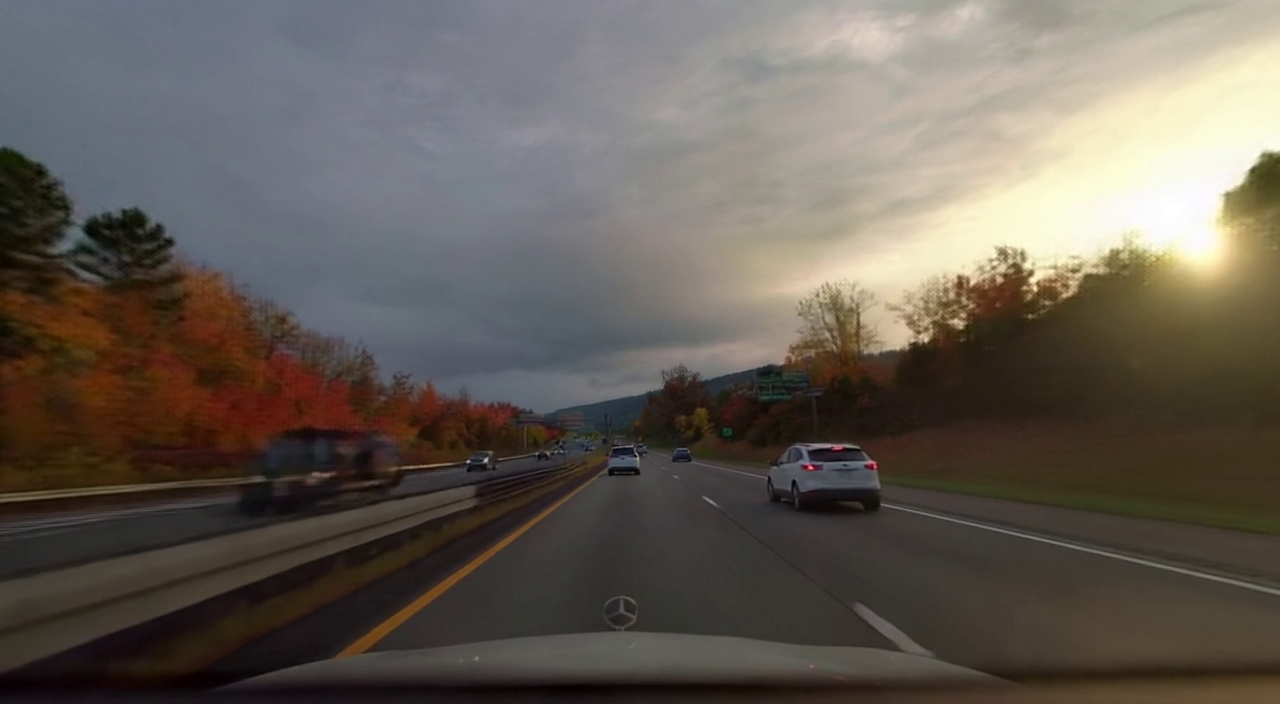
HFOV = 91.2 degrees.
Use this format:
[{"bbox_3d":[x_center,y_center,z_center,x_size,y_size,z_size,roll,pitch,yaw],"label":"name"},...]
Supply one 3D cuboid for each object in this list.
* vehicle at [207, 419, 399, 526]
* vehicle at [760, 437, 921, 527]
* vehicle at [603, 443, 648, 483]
[{"bbox_3d":[-9.562,3.465,18.647,2.447,2.609,5.829,-1,-9,0],"label":"vehicle"},{"bbox_3d":[3.877,2.570,12.999,1.843,1.505,4.339,0,-9,-1],"label":"vehicle"},{"bbox_3d":[-0.621,5.087,29.025,1.937,1.699,3.936,-1,-9,0],"label":"vehicle"}]
